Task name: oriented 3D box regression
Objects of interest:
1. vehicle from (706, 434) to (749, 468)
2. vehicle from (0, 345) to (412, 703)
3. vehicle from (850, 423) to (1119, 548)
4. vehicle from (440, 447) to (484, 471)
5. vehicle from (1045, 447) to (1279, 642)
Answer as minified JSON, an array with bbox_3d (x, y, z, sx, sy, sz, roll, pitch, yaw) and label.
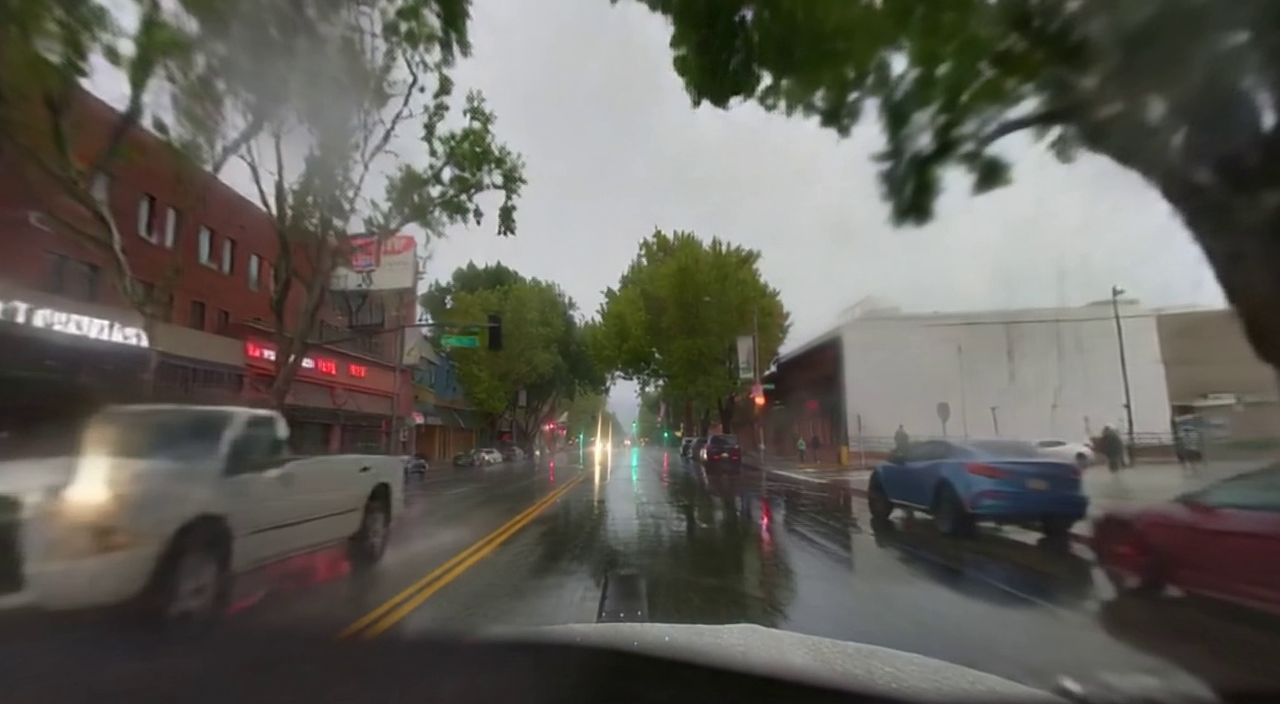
[{"bbox_3d":[5.553,6.337,40.541,2.010,1.943,4.319,-1,-8,-1],"label":"vehicle"},{"bbox_3d":[-3.437,1.158,4.655,2.028,1.764,4.503,1,-8,-3],"label":"vehicle"},{"bbox_3d":[5.870,2.311,11.741,2.150,1.805,4.870,0,-8,-1],"label":"vehicle"},{"bbox_3d":[-12.474,7.493,44.509,1.804,1.533,4.121,0,-8,1],"label":"vehicle"},{"bbox_3d":[5.880,1.535,5.180,1.910,1.471,4.758,0,-8,-1],"label":"vehicle"}]
